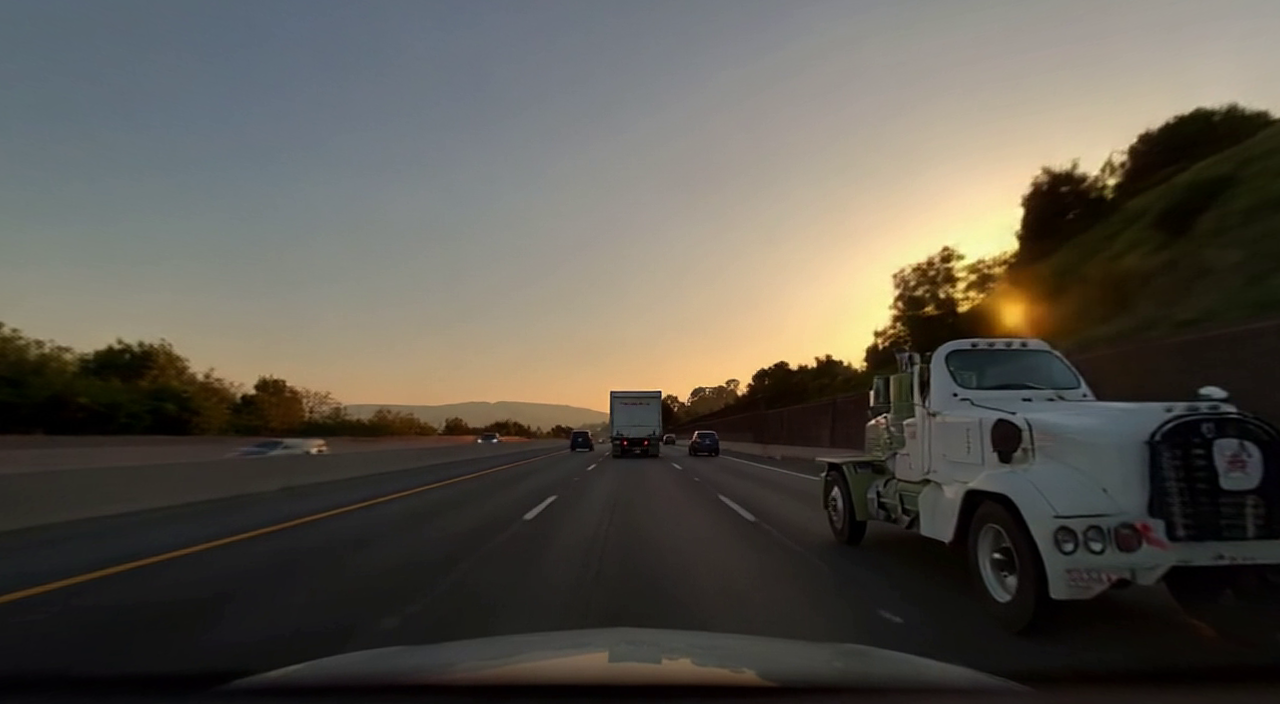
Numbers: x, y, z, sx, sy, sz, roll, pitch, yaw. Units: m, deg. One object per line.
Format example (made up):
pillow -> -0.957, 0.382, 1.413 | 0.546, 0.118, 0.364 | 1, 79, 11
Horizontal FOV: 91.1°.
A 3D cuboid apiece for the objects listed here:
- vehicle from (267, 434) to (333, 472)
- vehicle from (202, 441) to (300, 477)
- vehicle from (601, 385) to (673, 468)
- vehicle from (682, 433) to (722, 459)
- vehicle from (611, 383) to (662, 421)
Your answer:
vehicle -> -18.339, 5.437, 34.040 | 1.741, 1.925, 3.045 | 0, -8, 1
vehicle -> -18.357, 5.057, 29.967 | 1.830, 1.521, 4.495 | 0, -8, 0
vehicle -> -0.307, 3.966, 32.764 | 2.953, 3.406, 13.372 | 0, -8, -2
vehicle -> 3.767, 5.773, 38.930 | 1.910, 1.492, 4.324 | 0, -8, -1
vehicle -> -0.171, 2.317, 28.118 | 2.112, 1.472, 4.240 | 0, -8, -1
